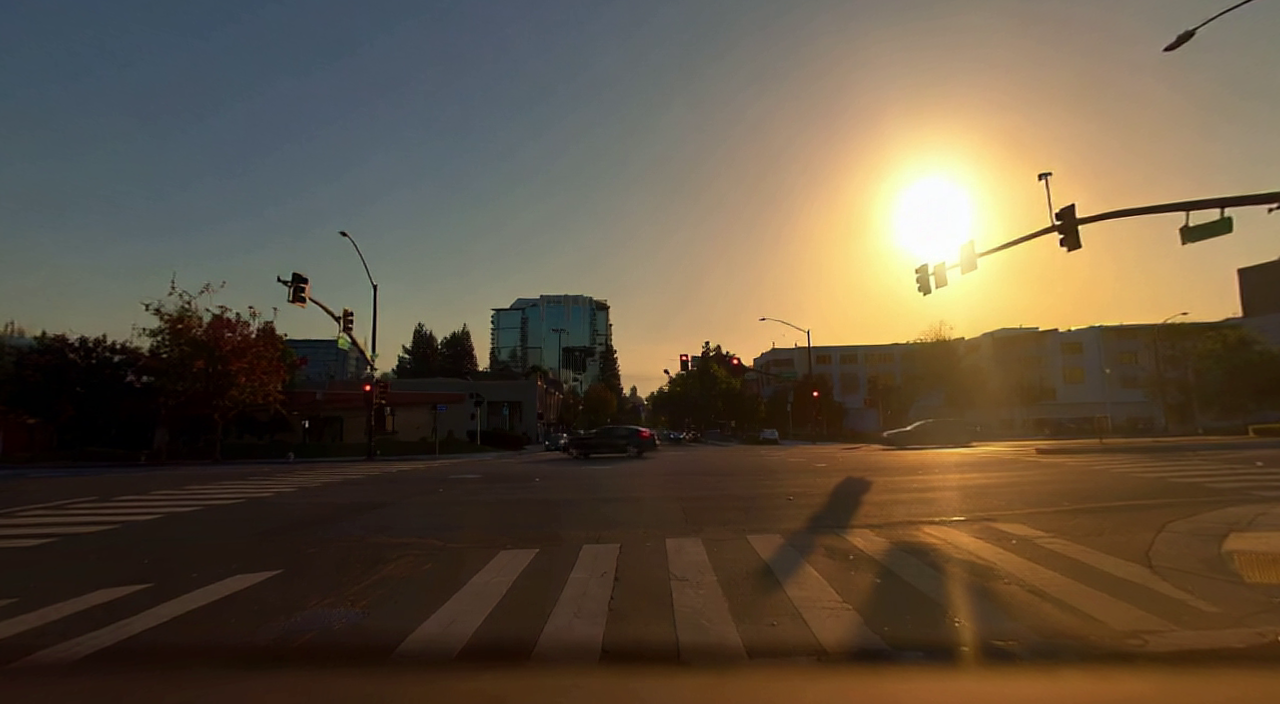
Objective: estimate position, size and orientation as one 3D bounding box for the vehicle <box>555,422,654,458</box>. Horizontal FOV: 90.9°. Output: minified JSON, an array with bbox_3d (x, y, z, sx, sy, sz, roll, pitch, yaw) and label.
[{"bbox_3d":[-1.663,4.079,29.161,4.407,1.569,1.859,1,-9,-6],"label":"vehicle"}]

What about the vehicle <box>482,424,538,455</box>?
[{"bbox_3d":[-8.337,5.729,40.874,2.000,1.864,5.044,-1,-9,7],"label":"vehicle"}]

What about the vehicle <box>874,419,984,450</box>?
[{"bbox_3d":[14.104,4.055,30.896,4.510,1.431,1.884,1,-9,-7],"label":"vehicle"}]
